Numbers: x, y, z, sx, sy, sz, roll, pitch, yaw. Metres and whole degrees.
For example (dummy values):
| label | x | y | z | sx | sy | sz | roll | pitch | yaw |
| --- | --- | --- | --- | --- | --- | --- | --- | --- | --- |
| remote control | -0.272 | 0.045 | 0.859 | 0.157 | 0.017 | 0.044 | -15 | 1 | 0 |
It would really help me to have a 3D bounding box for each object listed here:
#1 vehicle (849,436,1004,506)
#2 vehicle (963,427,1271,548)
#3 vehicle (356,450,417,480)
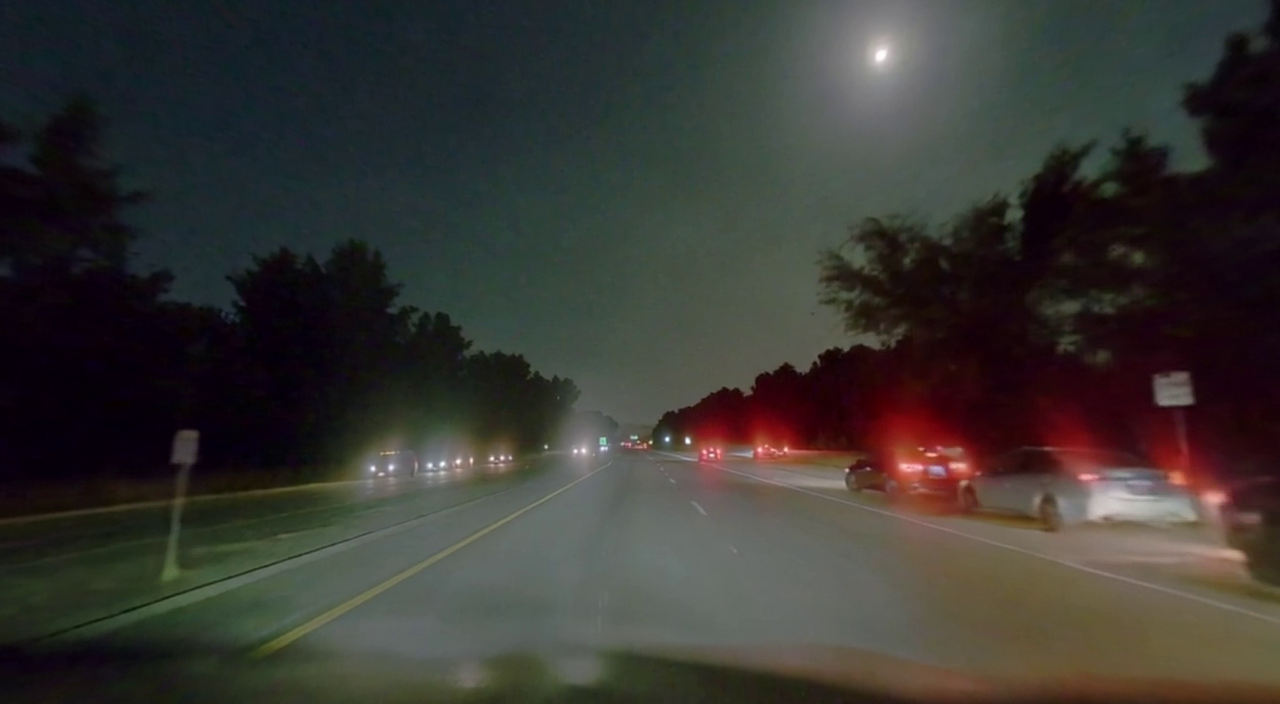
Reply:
| label | x | y | z | sx | sy | sz | roll | pitch | yaw |
| --- | --- | --- | --- | --- | --- | --- | --- | --- | --- |
| vehicle | 7.243 | 3.028 | 16.594 | 1.838 | 1.554 | 4.607 | 0 | -8 | -1 |
| vehicle | 7.445 | 2.119 | 10.554 | 1.773 | 1.575 | 4.168 | 0 | -8 | -2 |
| vehicle | -17.781 | 7.910 | 44.656 | 1.999 | 1.875 | 5.842 | -1 | -8 | -1 |
